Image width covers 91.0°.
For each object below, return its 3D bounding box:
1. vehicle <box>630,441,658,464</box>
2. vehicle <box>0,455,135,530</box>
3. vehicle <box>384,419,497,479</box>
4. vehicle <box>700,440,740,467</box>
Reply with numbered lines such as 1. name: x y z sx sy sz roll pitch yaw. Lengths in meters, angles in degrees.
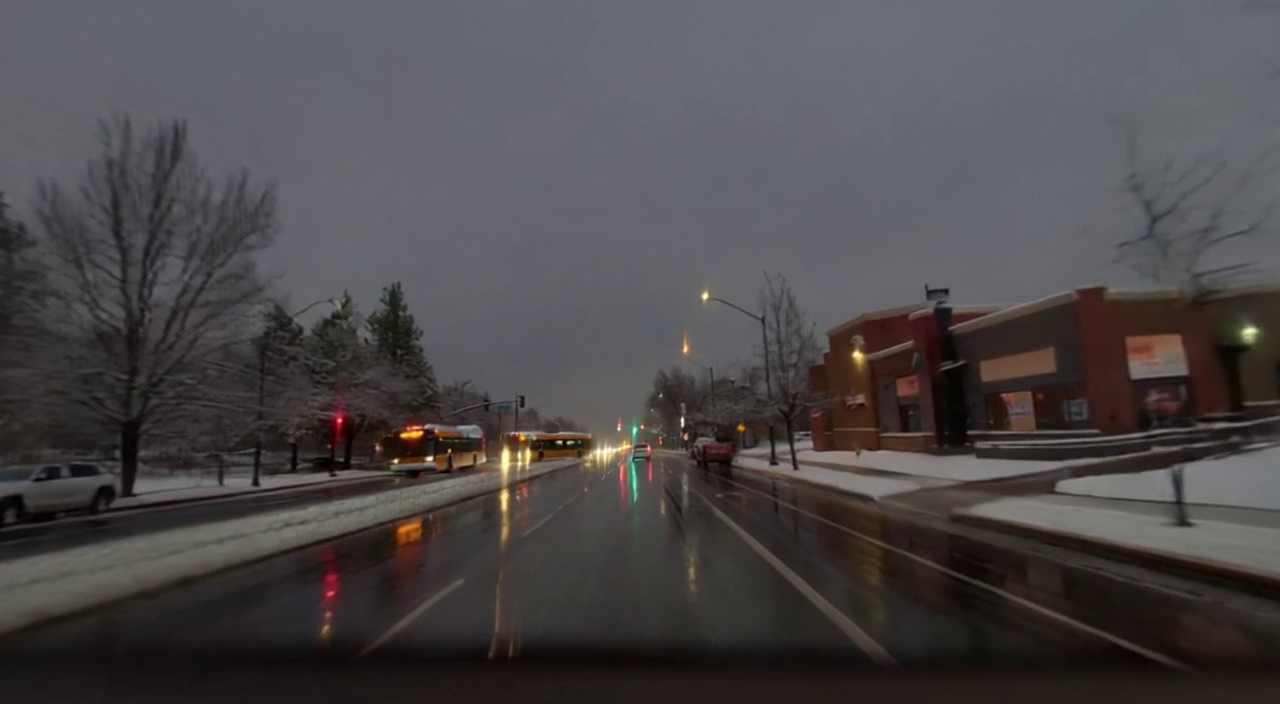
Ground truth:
1. vehicle: 0.256 7.844 49.235 2.089 1.699 4.650 0 -9 -1
2. vehicle: -17.468 3.943 18.115 1.896 1.844 4.620 0 -9 1
3. vehicle: -12.650 6.448 41.755 3.356 3.365 12.460 0 -9 1
4. vehicle: 5.193 6.648 41.370 2.014 1.681 4.332 0 -9 0
